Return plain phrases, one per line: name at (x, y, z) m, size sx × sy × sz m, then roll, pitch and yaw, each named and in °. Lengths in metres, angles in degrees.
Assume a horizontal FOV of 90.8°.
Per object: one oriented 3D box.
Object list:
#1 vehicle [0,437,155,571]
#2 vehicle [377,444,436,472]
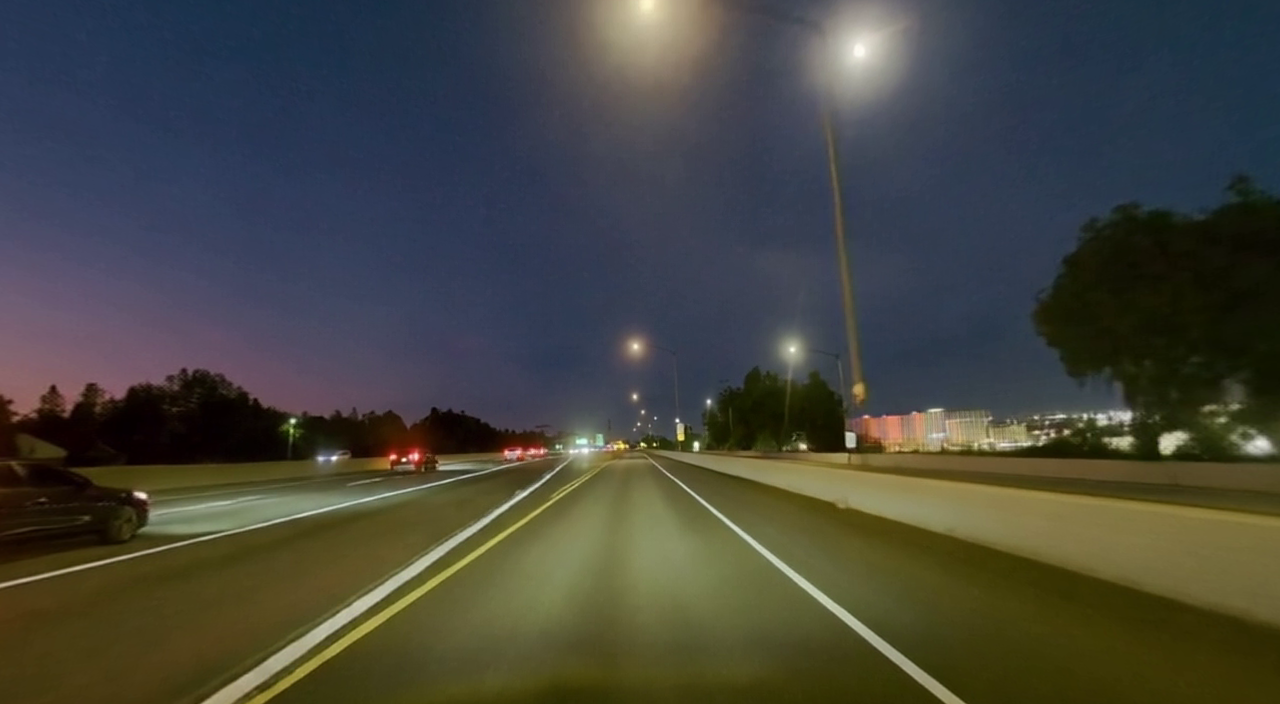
vehicle at (-8.093, 1.682, 6.981) m, size 1.940 × 1.479 × 4.777 m, roll 1°, pitch -9°, yaw -4°
vehicle at (-14.775, 6.709, 40.330) m, size 2.126 × 1.671 × 5.173 m, roll 1°, pitch -9°, yaw -4°
